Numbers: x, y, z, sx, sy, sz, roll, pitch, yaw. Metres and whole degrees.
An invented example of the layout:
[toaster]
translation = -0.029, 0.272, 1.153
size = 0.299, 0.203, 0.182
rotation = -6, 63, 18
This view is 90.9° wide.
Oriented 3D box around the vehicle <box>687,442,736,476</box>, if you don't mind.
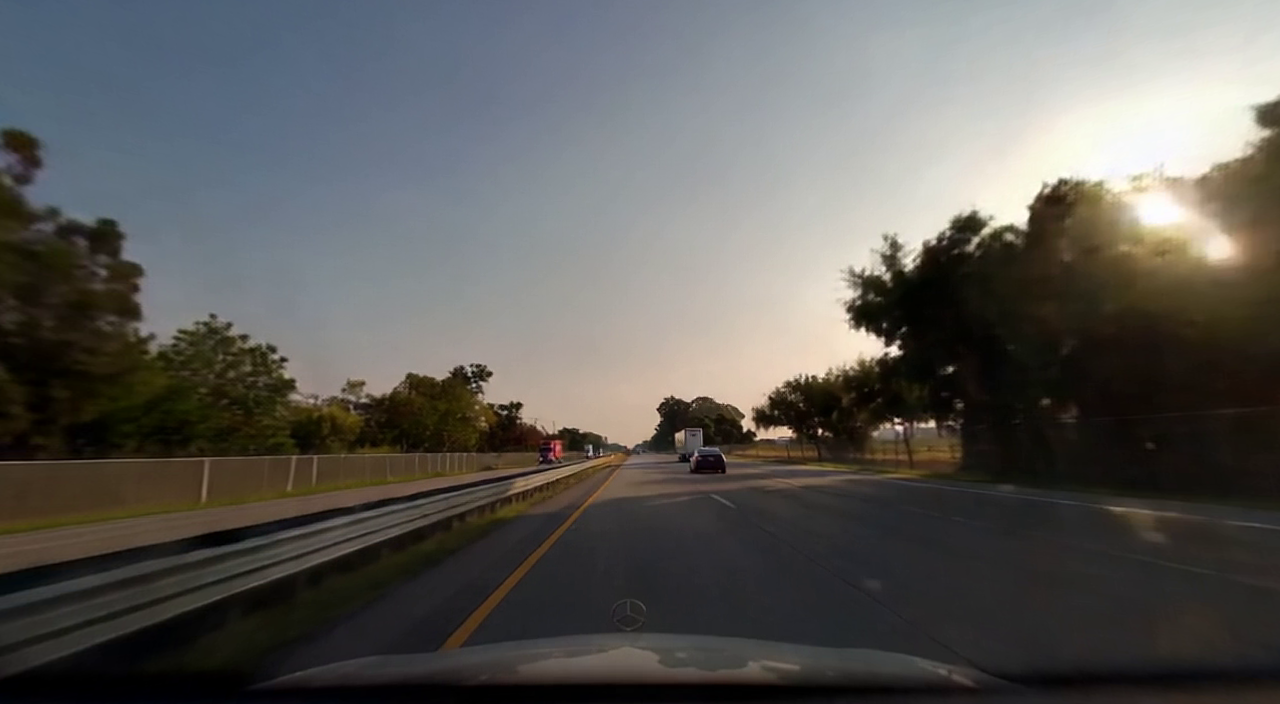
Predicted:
[vehicle]
translation = 3.889, 5.915, 35.014
size = 2.093, 1.742, 4.167
rotation = 0, -9, -1
